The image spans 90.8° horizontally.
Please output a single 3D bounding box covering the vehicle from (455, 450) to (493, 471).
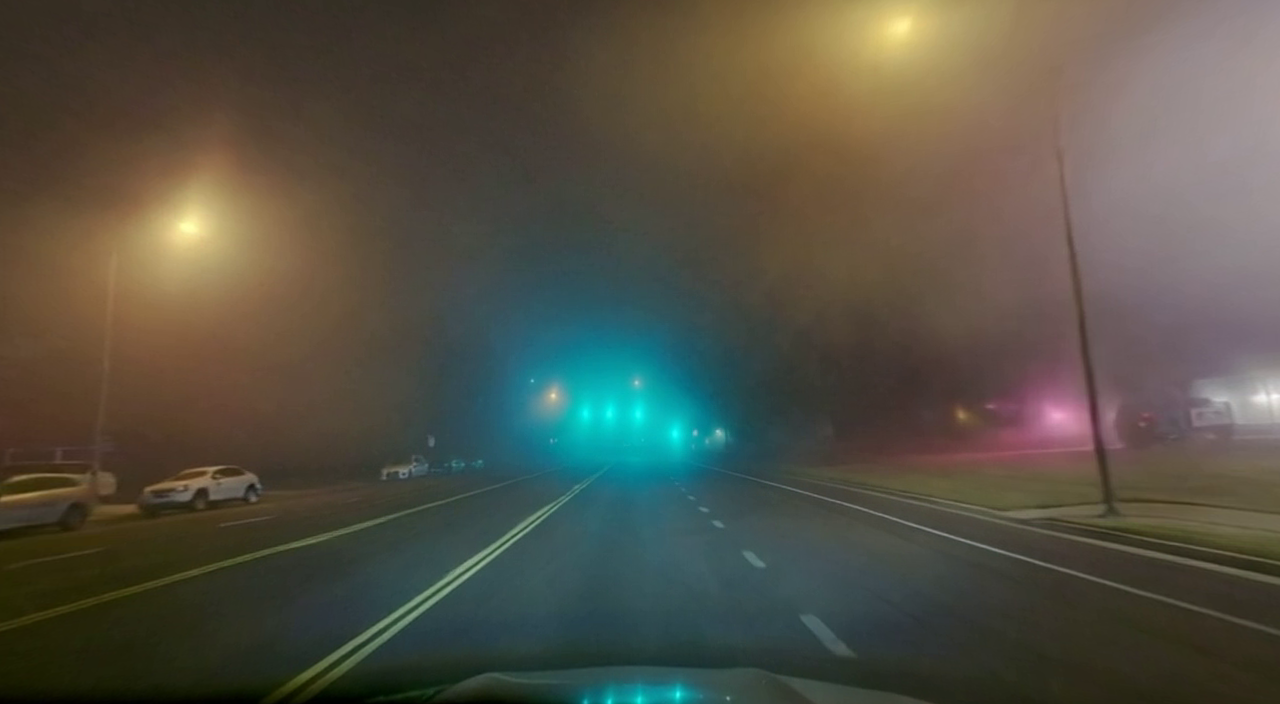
[{"bbox_3d":[-12.724,8.349,48.755,1.812,1.454,4.351,0,-8,-1],"label":"vehicle"}]

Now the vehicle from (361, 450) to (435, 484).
[{"bbox_3d":[-12.713,6.054,33.582,2.078,1.618,4.650,0,-8,0],"label":"vehicle"}]

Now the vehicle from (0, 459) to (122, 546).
[{"bbox_3d":[-12.679,2.958,12.261,1.828,1.510,4.149,-4,-8,-1],"label":"vehicle"}]

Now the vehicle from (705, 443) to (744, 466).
[{"bbox_3d":[5.666,6.928,42.827,1.875,1.466,4.355,0,-8,-2],"label":"vehicle"}]

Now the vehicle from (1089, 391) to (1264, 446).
[{"bbox_3d":[17.400,2.259,20.667,1.726,1.620,3.938,6,-11,-37],"label":"vehicle"}]

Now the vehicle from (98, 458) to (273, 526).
[{"bbox_3d":[-12.771,3.909,18.193,1.909,1.477,4.345,-3,-8,-1],"label":"vehicle"}]
